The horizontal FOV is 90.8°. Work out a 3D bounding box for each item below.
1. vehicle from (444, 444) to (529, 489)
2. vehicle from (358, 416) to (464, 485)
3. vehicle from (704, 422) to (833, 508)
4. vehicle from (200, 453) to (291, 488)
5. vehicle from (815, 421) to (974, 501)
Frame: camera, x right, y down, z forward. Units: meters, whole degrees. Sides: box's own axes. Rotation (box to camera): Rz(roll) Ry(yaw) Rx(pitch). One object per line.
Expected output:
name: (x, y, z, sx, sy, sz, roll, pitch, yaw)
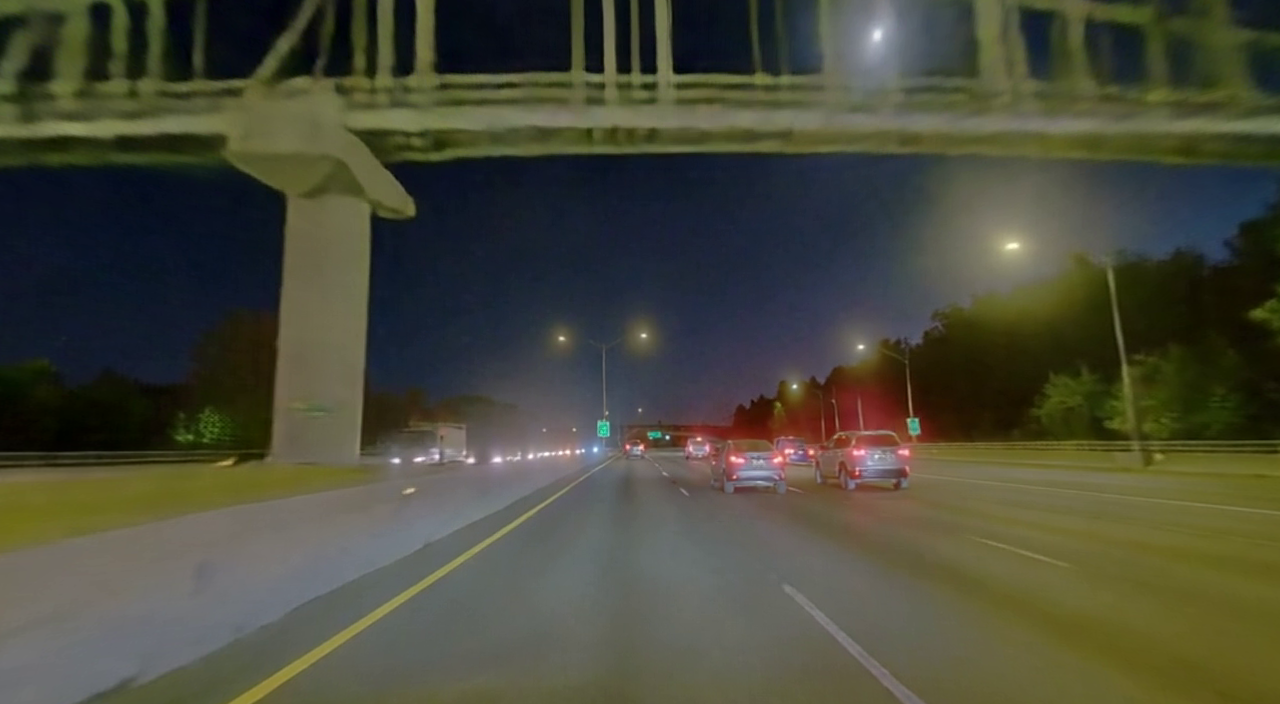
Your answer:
vehicle: (-5.604, 4.229, 23.727, 2.026, 1.474, 4.578, 0, -9, 0)
vehicle: (-10.078, 4.444, 28.595, 2.307, 2.726, 6.596, 0, -9, 0)
vehicle: (2.826, 2.613, 14.976, 2.059, 1.711, 4.302, 0, -9, -1)
vehicle: (-20.670, 6.201, 33.370, 1.957, 1.674, 4.417, 0, -9, 0)
vehicle: (6.488, 2.844, 16.901, 2.040, 1.801, 4.959, 0, -9, -2)
